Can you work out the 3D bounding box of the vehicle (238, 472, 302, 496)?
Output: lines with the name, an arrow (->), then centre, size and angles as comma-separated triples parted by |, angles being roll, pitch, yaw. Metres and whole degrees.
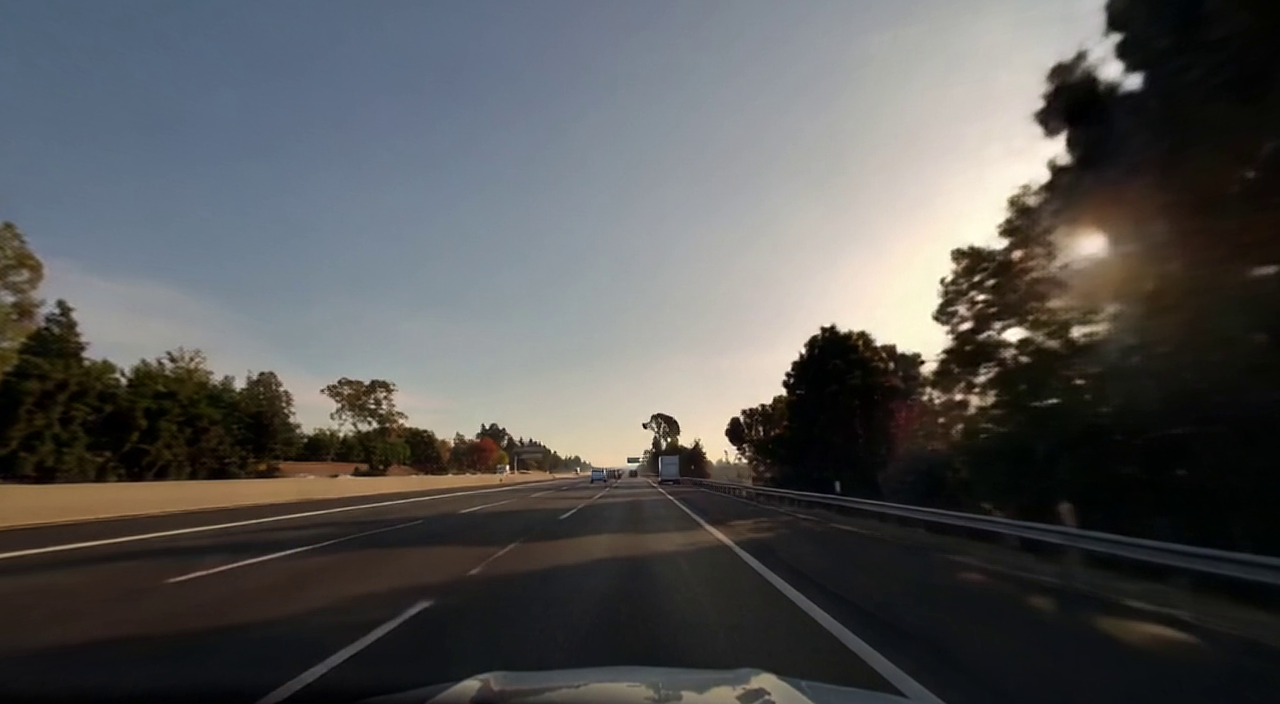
vehicle -> -22.530, 8.032, 38.491 | 1.612, 1.398, 3.712 | 1, -11, -1
